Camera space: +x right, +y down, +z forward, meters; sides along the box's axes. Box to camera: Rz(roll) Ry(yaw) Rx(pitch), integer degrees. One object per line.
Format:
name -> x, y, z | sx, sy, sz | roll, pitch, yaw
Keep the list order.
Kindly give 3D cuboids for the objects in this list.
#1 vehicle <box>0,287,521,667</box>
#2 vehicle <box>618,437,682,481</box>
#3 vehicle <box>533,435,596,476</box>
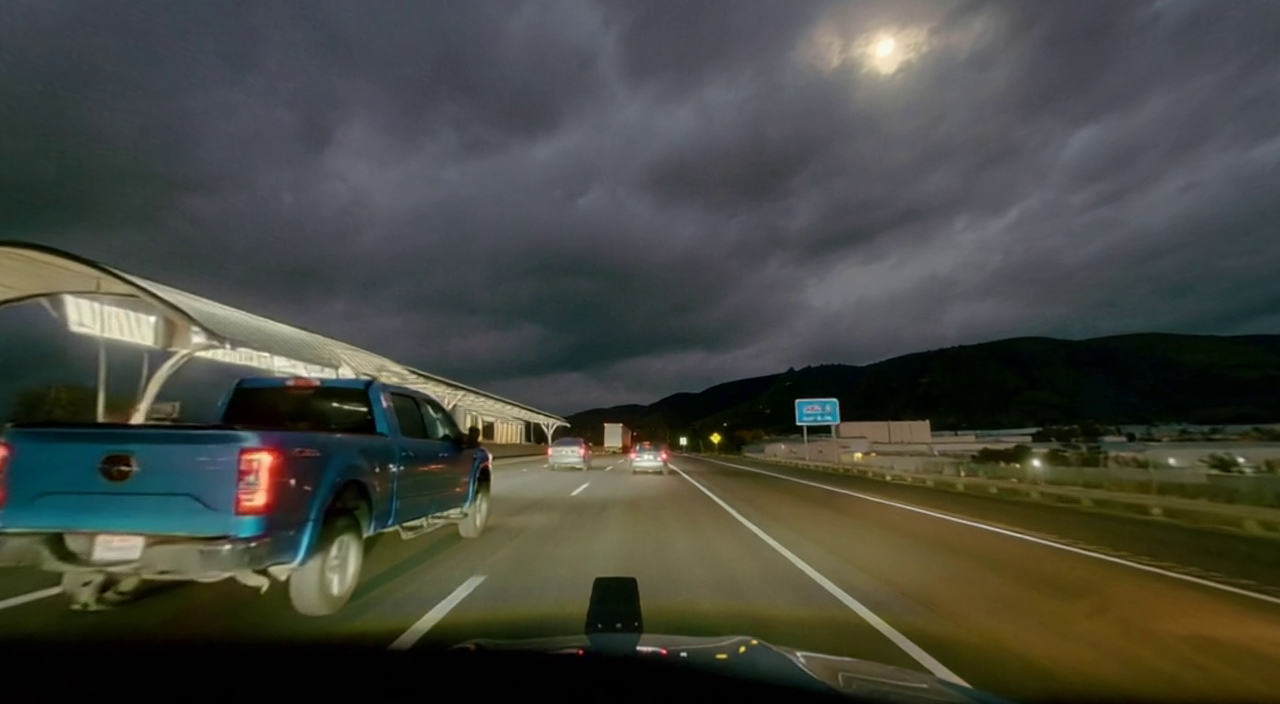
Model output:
vehicle -> -3.455, 1.182, 7.165 | 2.733, 2.230, 6.820 | 0, -8, 1
vehicle -> 0.349, 3.991, 23.724 | 2.171, 1.493, 4.081 | 0, -8, 0
vehicle -> -3.225, 4.546, 27.907 | 2.151, 1.613, 4.786 | 0, -8, 1
